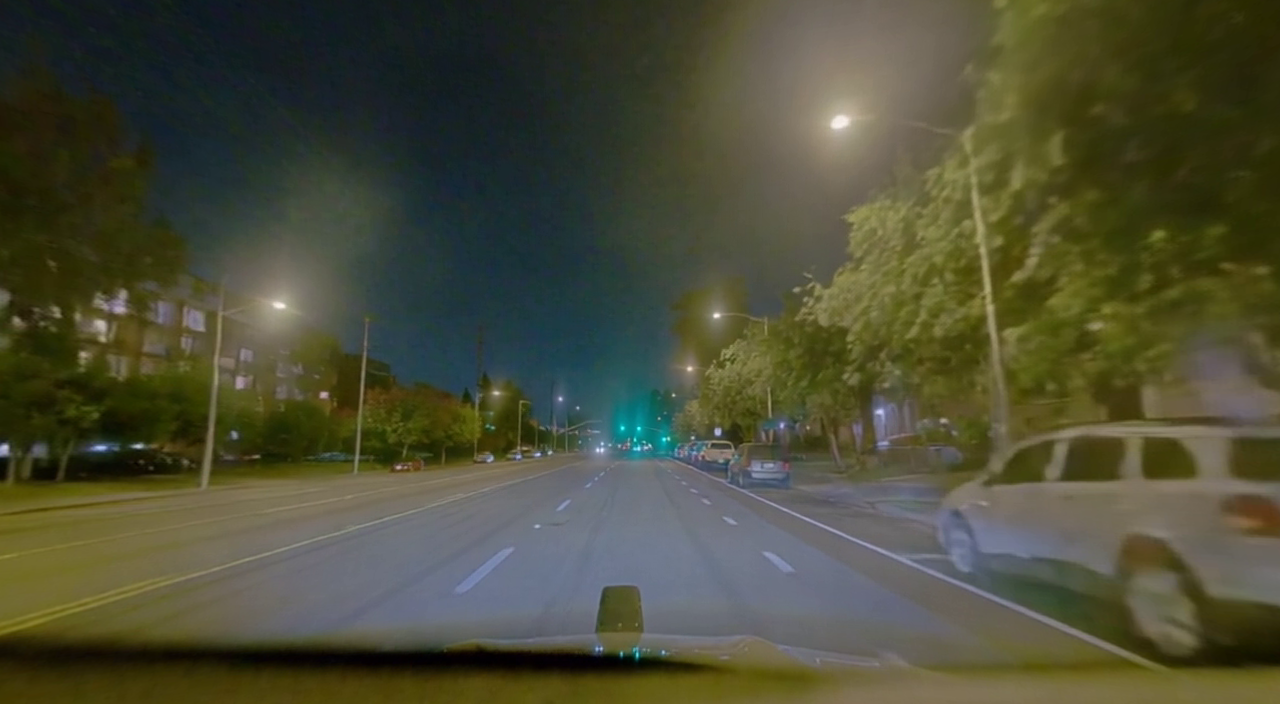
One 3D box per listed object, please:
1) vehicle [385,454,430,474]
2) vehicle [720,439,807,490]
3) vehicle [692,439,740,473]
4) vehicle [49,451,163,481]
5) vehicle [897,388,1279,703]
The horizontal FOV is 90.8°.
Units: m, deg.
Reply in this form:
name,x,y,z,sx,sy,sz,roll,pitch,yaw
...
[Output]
name,x,y,z,sx,sy,sz,roll,pitch,yaw
vehicle,-17.771,8.539,48.522,1.831,1.428,4.456,0,-9,0
vehicle,4.507,4.190,23.925,2.154,1.718,4.980,0,-9,-2
vehicle,4.346,6.062,37.057,2.078,1.837,5.088,0,-9,-1
vehicle,-28.789,6.134,34.147,4.376,1.482,1.933,-1,-9,1
vehicle,4.461,1.424,5.808,2.077,1.718,4.885,0,-9,-1
